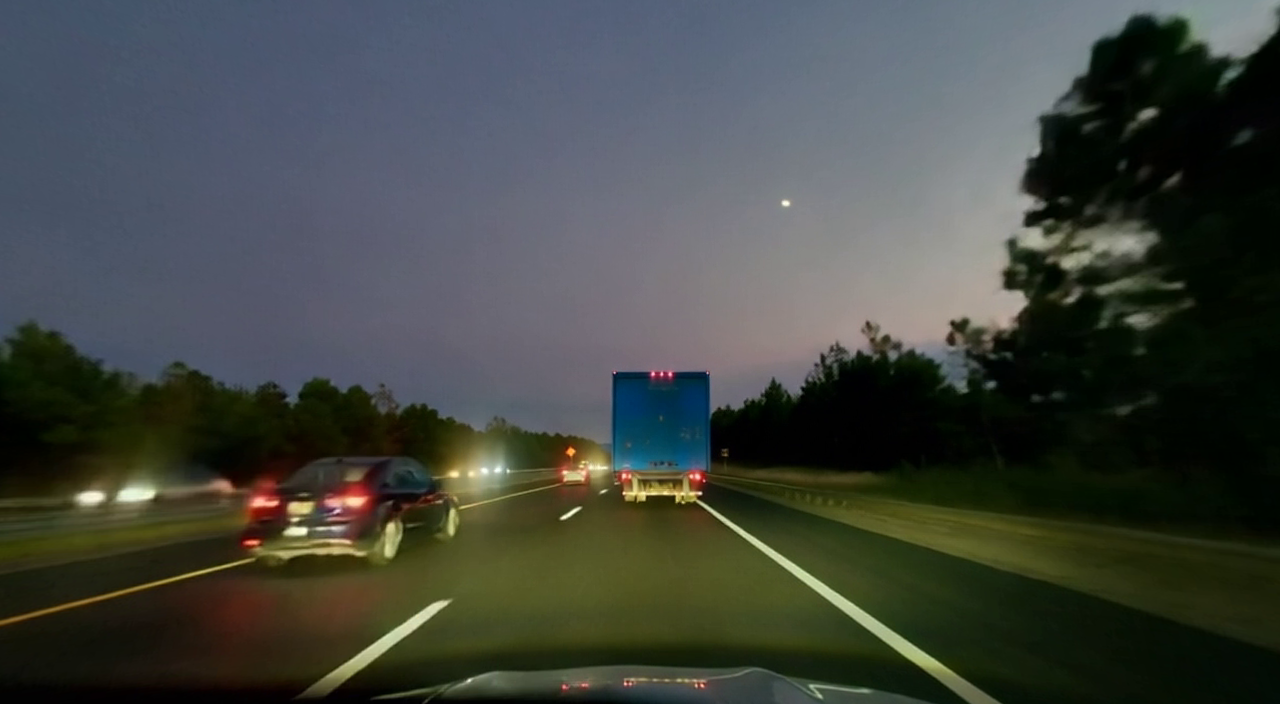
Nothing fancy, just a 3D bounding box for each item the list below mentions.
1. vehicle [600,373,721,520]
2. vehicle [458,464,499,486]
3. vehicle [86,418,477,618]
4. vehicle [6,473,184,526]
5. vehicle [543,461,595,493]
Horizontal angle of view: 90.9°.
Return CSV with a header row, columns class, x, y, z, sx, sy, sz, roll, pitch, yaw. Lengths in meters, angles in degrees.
class,x,y,z,sx,sy,sz,roll,pitch,yaw
vehicle,0.527,3.217,20.684,3.008,3.678,9.512,1,-10,0
vehicle,-12.508,9.578,49.186,1.980,1.532,4.448,1,-10,0
vehicle,-3.697,1.848,7.789,2.076,1.691,4.555,1,-10,0
vehicle,-16.468,4.442,19.373,1.737,1.393,4.108,0,-10,1
vehicle,-3.561,6.422,32.548,2.079,1.506,4.821,0,-10,1
